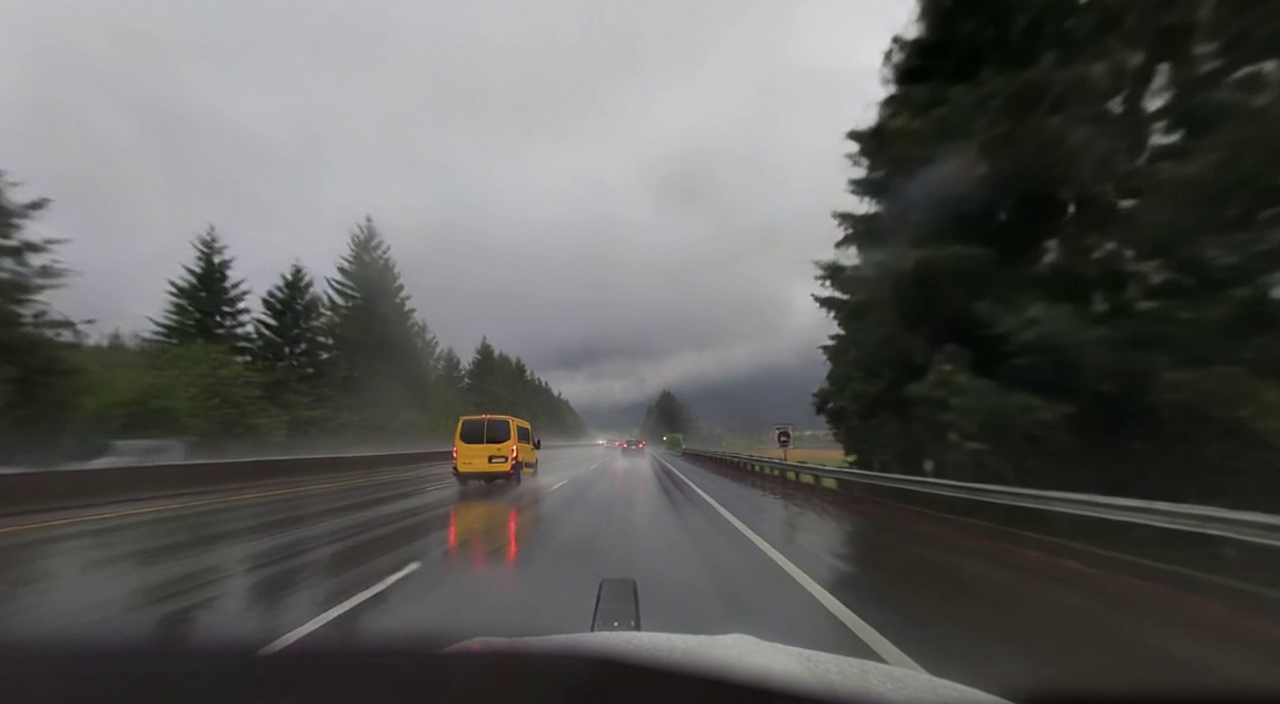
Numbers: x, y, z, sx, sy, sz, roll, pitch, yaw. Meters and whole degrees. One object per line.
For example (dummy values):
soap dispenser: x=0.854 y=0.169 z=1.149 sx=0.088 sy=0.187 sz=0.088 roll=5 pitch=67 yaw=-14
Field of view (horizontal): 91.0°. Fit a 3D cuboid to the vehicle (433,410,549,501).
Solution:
vehicle: x=-3.732 y=2.698 z=16.735 sx=1.976 sy=2.029 sz=4.737 roll=-1 pitch=-8 yaw=0
